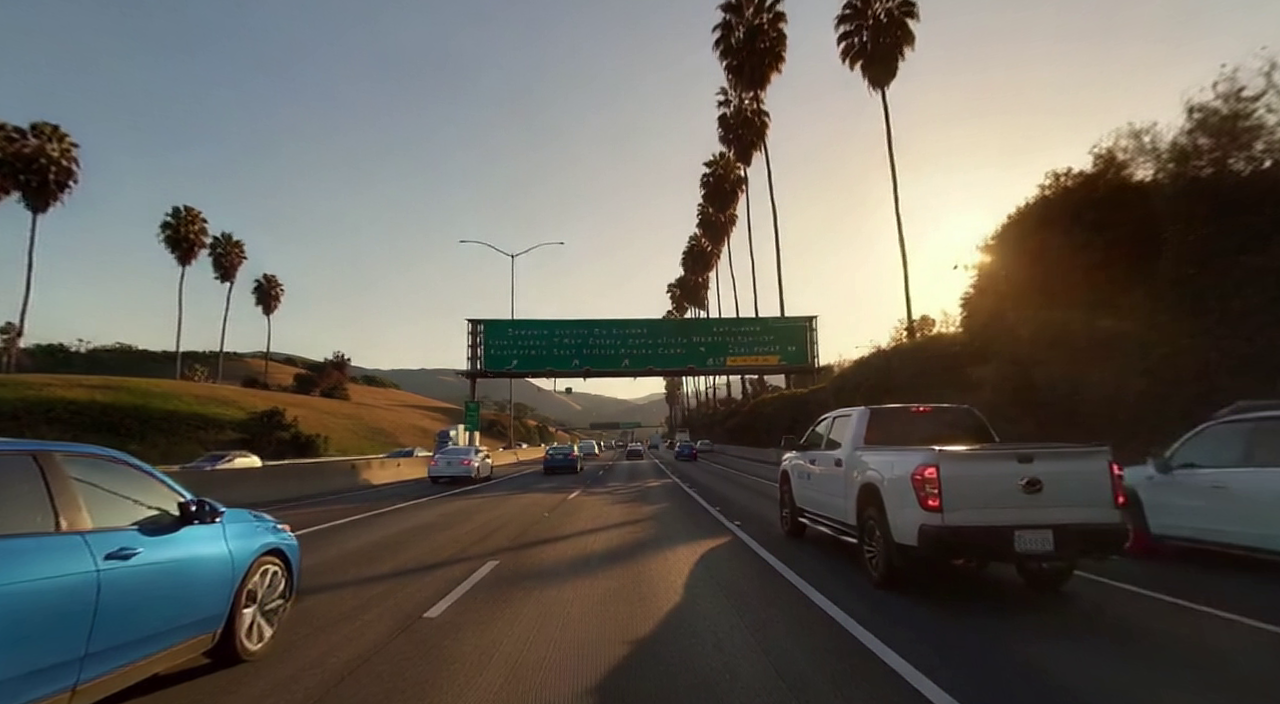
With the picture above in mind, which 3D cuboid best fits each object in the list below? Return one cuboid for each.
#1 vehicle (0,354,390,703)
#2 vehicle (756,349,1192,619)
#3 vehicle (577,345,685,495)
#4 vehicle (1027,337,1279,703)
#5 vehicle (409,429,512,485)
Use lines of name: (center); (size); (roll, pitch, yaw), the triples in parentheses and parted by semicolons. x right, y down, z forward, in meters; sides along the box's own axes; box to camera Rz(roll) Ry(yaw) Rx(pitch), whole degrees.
vehicle: (-3.218, 1.053, 3.594); (1.885, 1.654, 4.103); (0, -9, 0)
vehicle: (3.119, 1.439, 7.808); (2.245, 2.103, 5.613); (0, -9, -1)
vehicle: (-0.141, 2.620, 22.479); (2.906, 4.040, 10.743); (0, -9, 1)
vehicle: (3.184, 0.503, 1.201); (1.859, 1.416, 4.695); (0, -9, -1)
vehicle: (-6.841, 4.095, 24.890); (2.344, 1.954, 5.579); (0, -9, 1)
